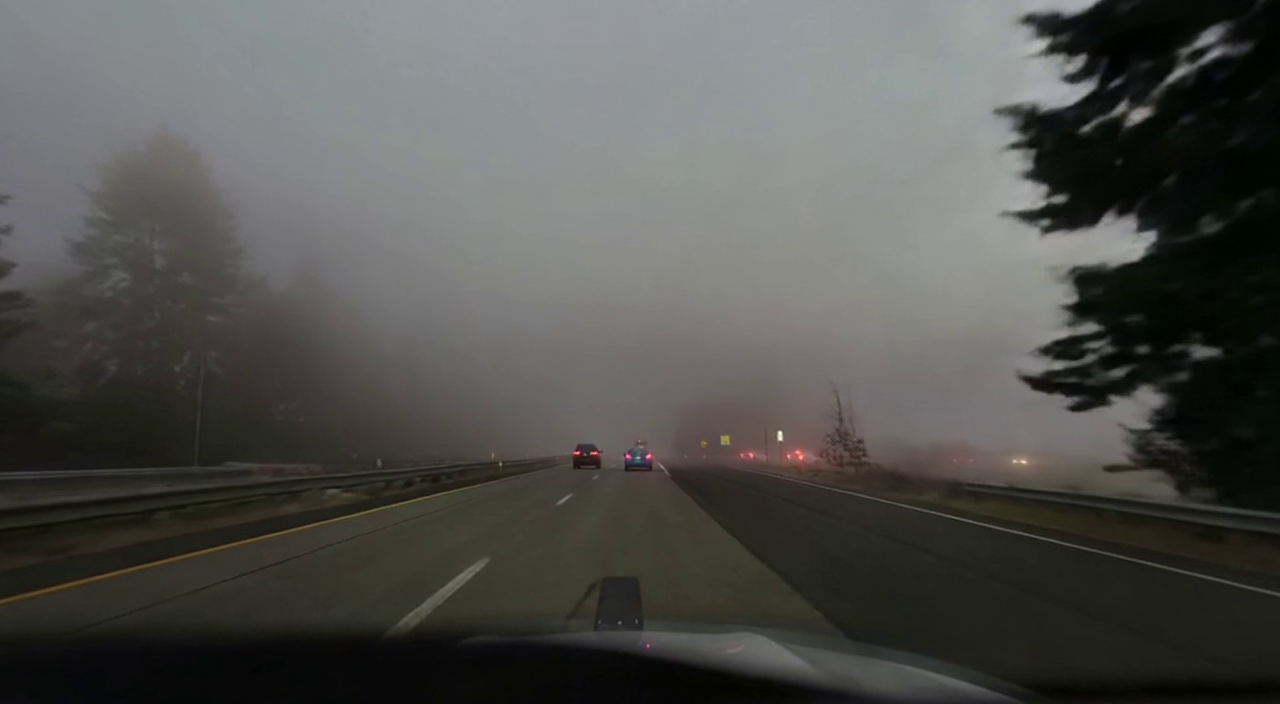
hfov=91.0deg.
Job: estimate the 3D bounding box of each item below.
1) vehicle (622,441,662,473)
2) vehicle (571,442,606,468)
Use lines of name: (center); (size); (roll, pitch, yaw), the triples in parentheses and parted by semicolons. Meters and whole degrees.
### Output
vehicle: (0.129, 5.884, 35.562); (2.130, 1.684, 3.826); (0, -8, 0)
vehicle: (-3.690, 7.458, 45.771); (2.130, 1.741, 4.665); (0, -8, 1)
